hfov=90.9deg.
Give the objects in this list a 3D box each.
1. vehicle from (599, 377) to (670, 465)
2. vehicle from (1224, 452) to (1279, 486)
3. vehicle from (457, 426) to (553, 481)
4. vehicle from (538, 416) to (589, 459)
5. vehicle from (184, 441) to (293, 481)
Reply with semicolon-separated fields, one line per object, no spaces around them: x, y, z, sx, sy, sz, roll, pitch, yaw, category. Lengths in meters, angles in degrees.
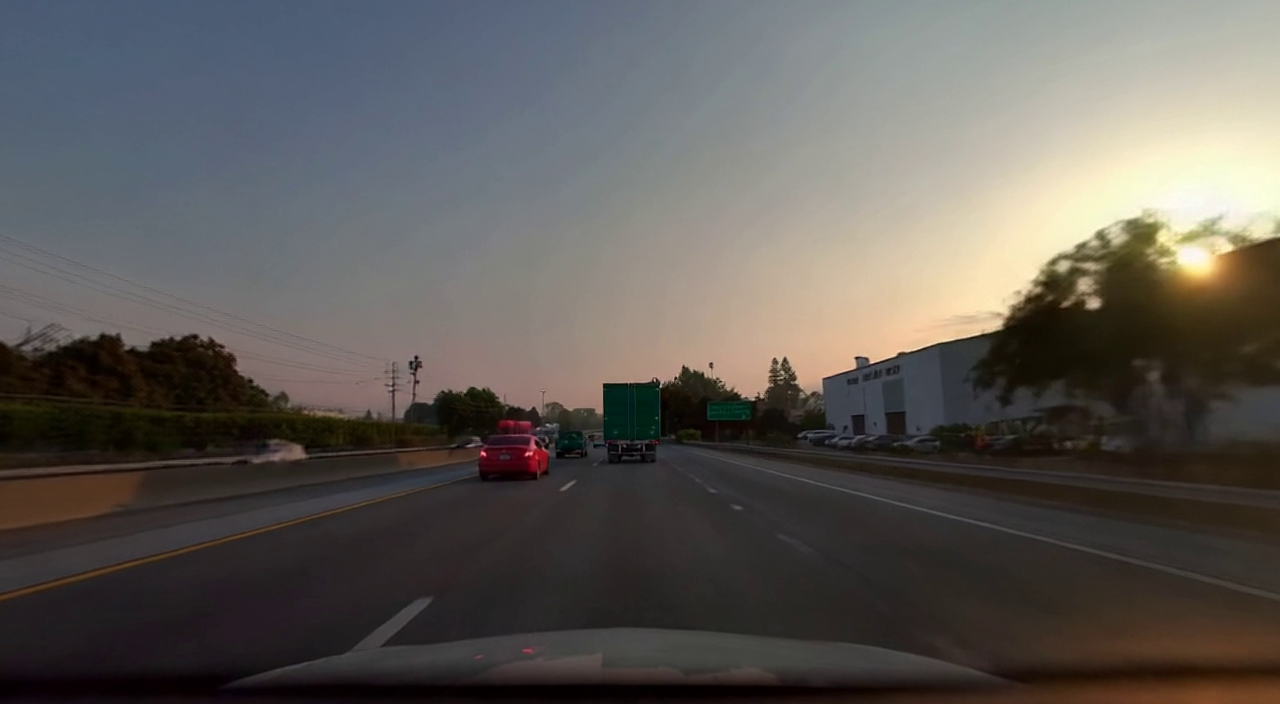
-0.391;3.847;34.070;3.259;4.066;9.891;0;-8;-1;vehicle
49.394;9.095;48.899;2.228;2.290;6.075;-2;-7;1;vehicle
-4.274;3.297;20.877;2.005;1.602;5.131;0;-8;1;vehicle
-5.158;5.920;43.525;2.717;2.714;6.997;0;-8;0;vehicle
-16.993;4.595;26.934;1.850;1.545;4.338;0;-8;-1;vehicle
